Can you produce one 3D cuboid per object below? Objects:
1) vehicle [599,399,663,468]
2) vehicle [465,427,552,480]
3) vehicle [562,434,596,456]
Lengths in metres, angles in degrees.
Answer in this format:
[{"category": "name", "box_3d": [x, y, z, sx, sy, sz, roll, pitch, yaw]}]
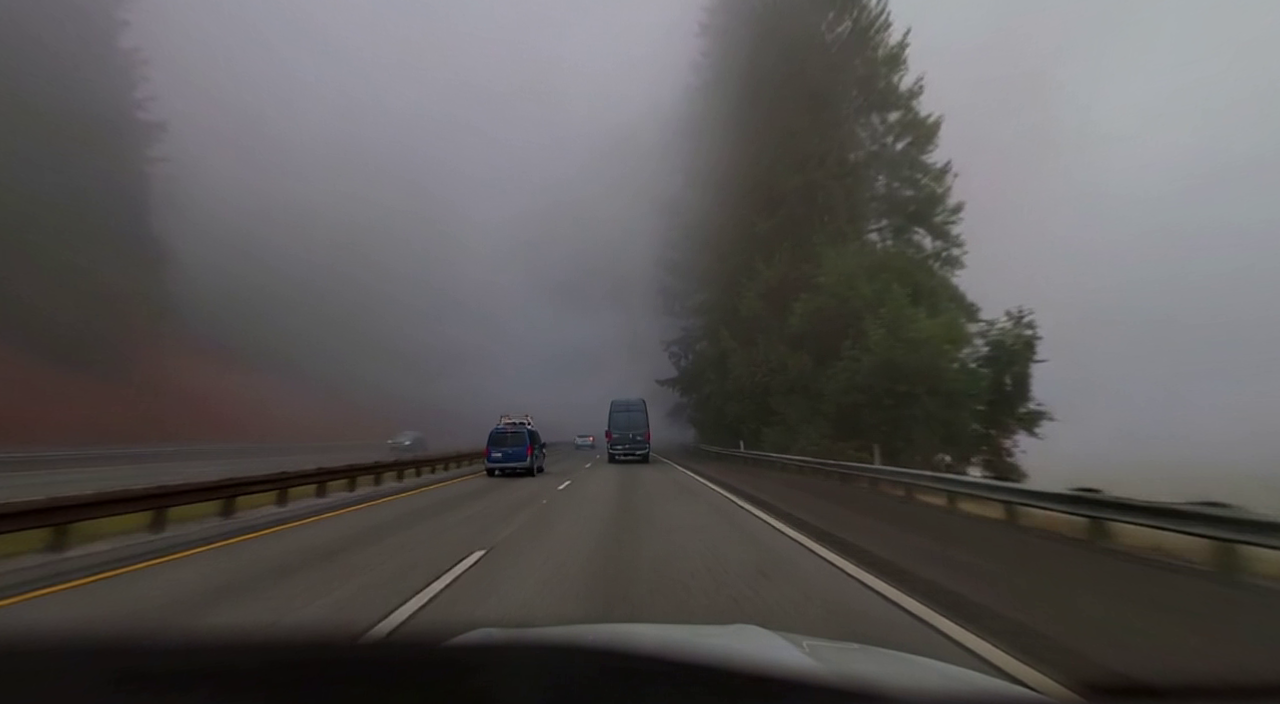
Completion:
[{"category": "vehicle", "box_3d": [-0.546, 3.852, 29.624, 2.647, 2.896, 6.480, 0, -8, -3]}, {"category": "vehicle", "box_3d": [-4.409, 3.467, 21.876, 2.110, 1.636, 4.453, 0, -8, -1]}, {"category": "vehicle", "box_3d": [-4.339, 6.695, 45.489, 2.251, 1.459, 4.236, 0, -8, -2]}]
